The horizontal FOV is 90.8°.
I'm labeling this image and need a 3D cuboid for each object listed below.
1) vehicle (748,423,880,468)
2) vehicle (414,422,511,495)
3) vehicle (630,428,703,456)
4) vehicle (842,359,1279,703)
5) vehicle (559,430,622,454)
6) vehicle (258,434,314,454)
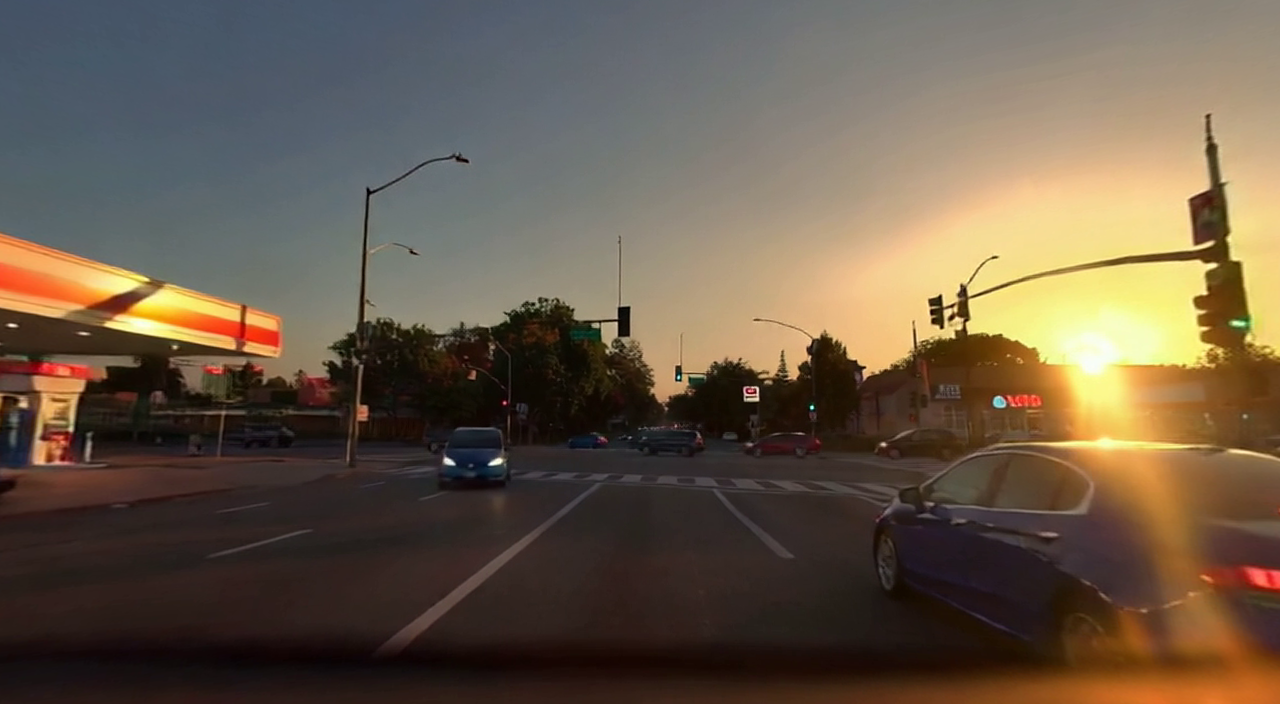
[{"bbox_3d":[7.430,4.026,27.146,5.107,1.775,1.992,-5,-10,28],"label":"vehicle"},{"bbox_3d":[-4.711,2.879,17.392,2.196,1.696,4.484,1,-9,-12],"label":"vehicle"},{"bbox_3d":[1.666,5.809,40.693,4.311,1.742,1.864,-5,-10,28],"label":"vehicle"},{"bbox_3d":[2.990,1.085,3.966,1.995,1.525,4.392,0,-8,0],"label":"vehicle"},{"bbox_3d":[-3.749,6.847,47.733,4.433,1.717,1.839,-5,-10,29],"label":"vehicle"},{"bbox_3d":[-27.472,7.174,48.970,4.670,1.458,1.959,-6,-10,35],"label":"vehicle"}]
